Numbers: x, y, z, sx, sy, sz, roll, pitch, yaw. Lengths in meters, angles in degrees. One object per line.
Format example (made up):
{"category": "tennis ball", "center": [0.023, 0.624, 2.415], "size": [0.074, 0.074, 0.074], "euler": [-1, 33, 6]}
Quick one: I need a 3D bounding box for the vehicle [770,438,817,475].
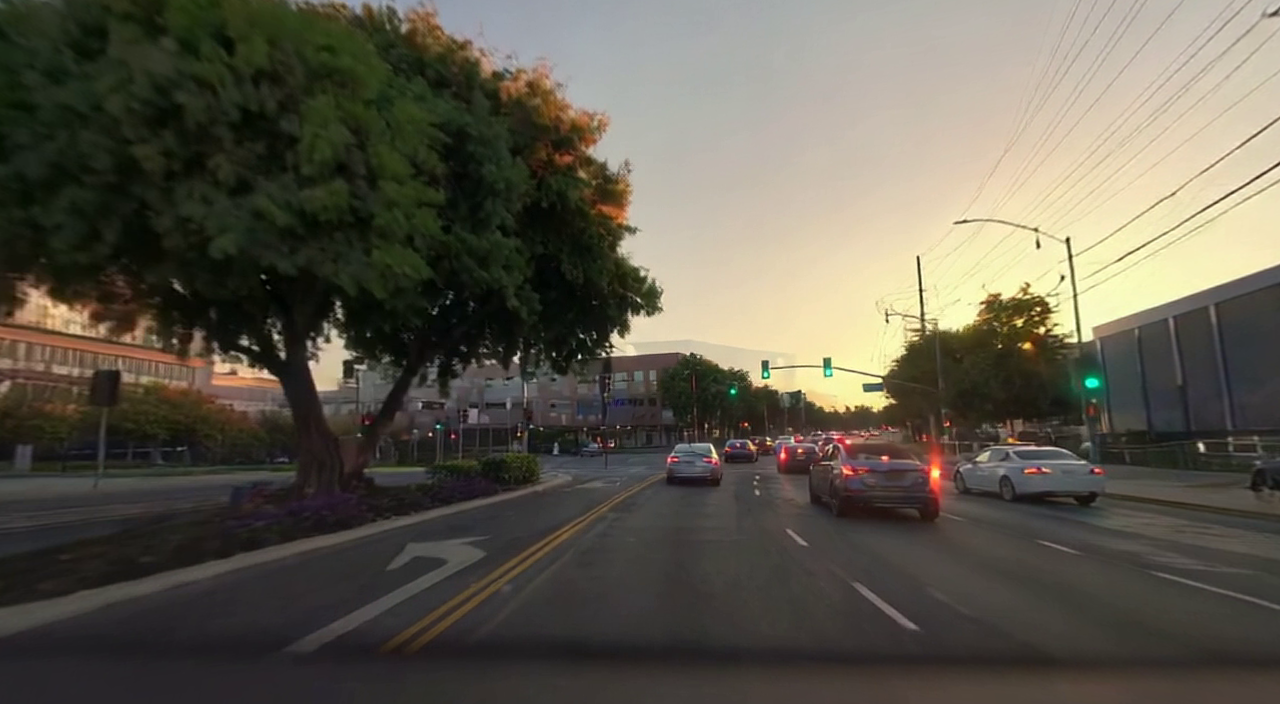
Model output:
{"category": "vehicle", "center": [7.248, 4.953, 30.116], "size": [1.896, 1.612, 4.203], "euler": [-1, -9, 10]}

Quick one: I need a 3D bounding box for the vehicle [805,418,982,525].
{"category": "vehicle", "center": [4.966, 2.399, 13.257], "size": [2.119, 1.810, 4.848], "euler": [-1, -8, 6]}

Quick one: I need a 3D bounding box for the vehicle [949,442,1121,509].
{"category": "vehicle", "center": [9.970, 3.111, 16.437], "size": [1.882, 1.463, 4.543], "euler": [-1, -8, 6]}

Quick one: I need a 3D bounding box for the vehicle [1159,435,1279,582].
{"category": "vehicle", "center": [7.379, 1.465, 5.576], "size": [1.866, 1.471, 4.478], "euler": [0, -8, 2]}

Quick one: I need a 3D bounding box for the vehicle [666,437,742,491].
{"category": "vehicle", "center": [2.187, 3.577, 20.529], "size": [2.168, 1.527, 4.174], "euler": [-1, -9, 10]}
